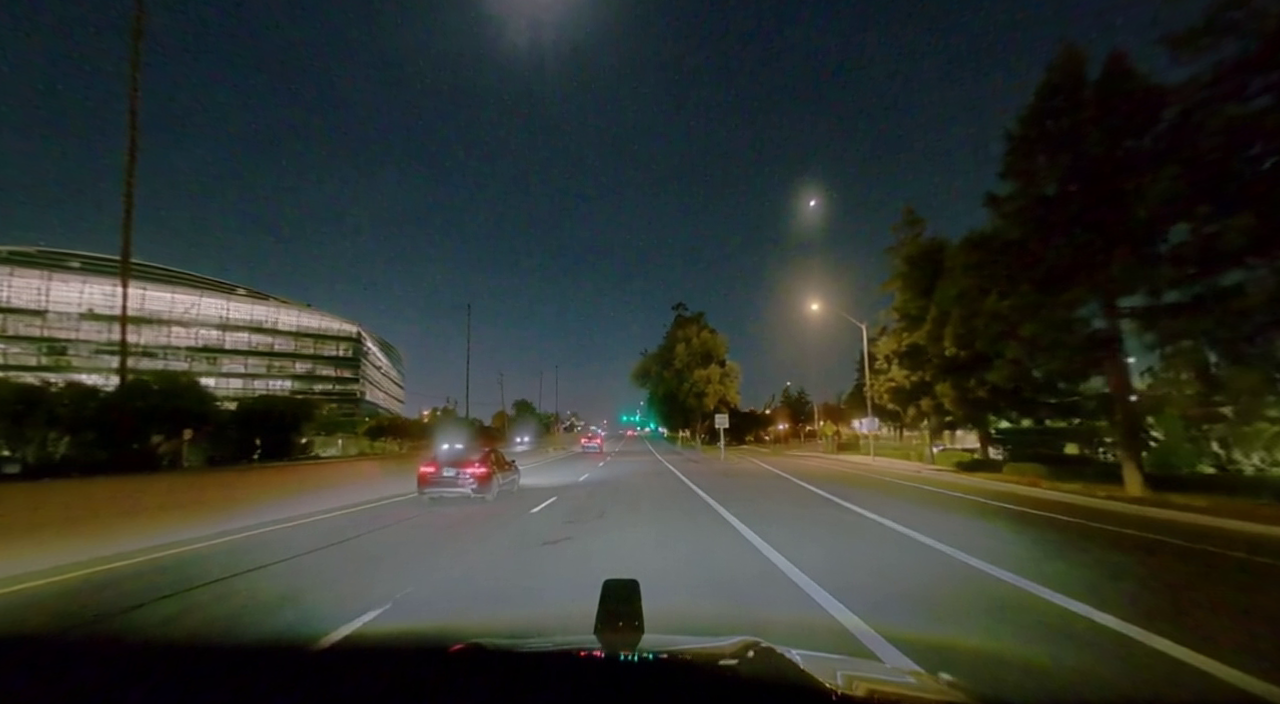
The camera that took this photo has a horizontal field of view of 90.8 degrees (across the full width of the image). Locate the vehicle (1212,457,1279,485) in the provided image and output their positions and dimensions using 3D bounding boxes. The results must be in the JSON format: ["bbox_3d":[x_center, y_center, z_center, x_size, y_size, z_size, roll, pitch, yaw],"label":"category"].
[{"bbox_3d":[38.008,7.240,38.641,4.574,1.560,1.967,1,-9,-12],"label":"vehicle"}]

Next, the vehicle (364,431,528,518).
[{"bbox_3d":[-3.854,2.504,13.551,1.984,1.521,4.682,0,-8,1],"label":"vehicle"}]
